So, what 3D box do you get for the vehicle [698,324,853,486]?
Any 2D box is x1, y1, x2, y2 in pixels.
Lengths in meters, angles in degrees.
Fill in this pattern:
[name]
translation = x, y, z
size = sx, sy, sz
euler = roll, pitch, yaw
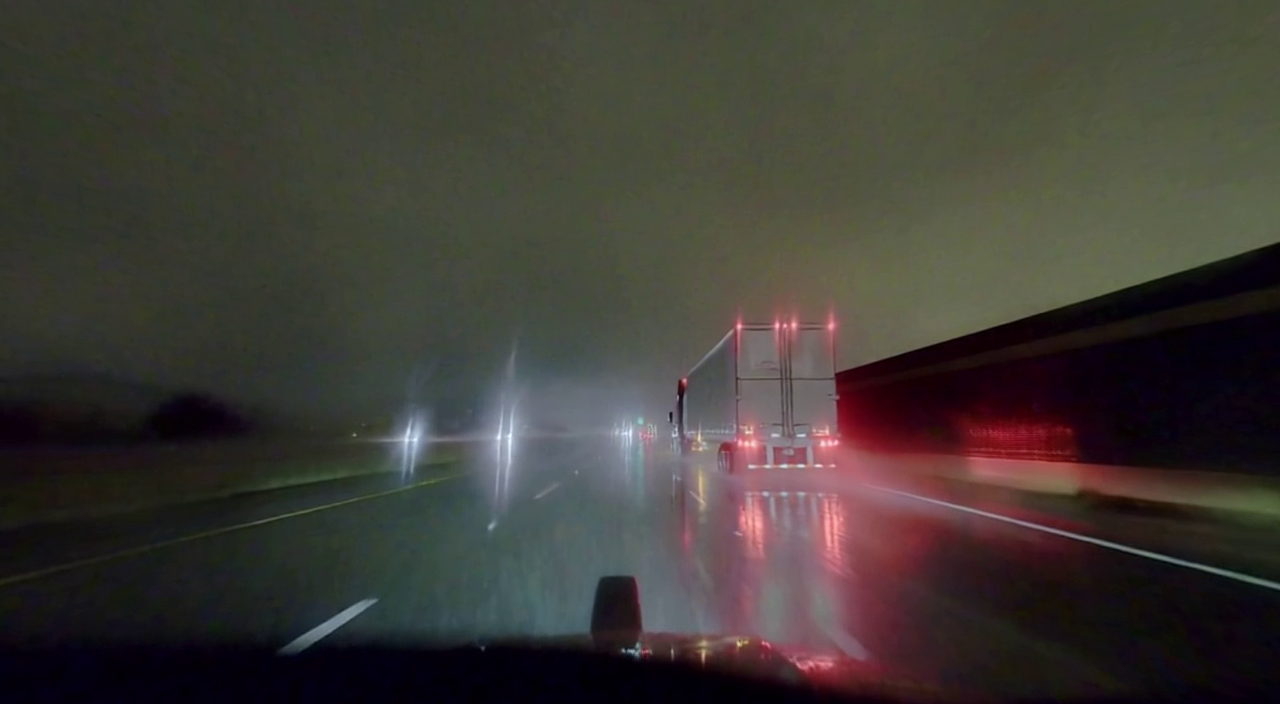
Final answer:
[vehicle]
translation = 3.716, 1.853, 19.802
size = 2.859, 3.981, 8.596
euler = 0, -8, 0
